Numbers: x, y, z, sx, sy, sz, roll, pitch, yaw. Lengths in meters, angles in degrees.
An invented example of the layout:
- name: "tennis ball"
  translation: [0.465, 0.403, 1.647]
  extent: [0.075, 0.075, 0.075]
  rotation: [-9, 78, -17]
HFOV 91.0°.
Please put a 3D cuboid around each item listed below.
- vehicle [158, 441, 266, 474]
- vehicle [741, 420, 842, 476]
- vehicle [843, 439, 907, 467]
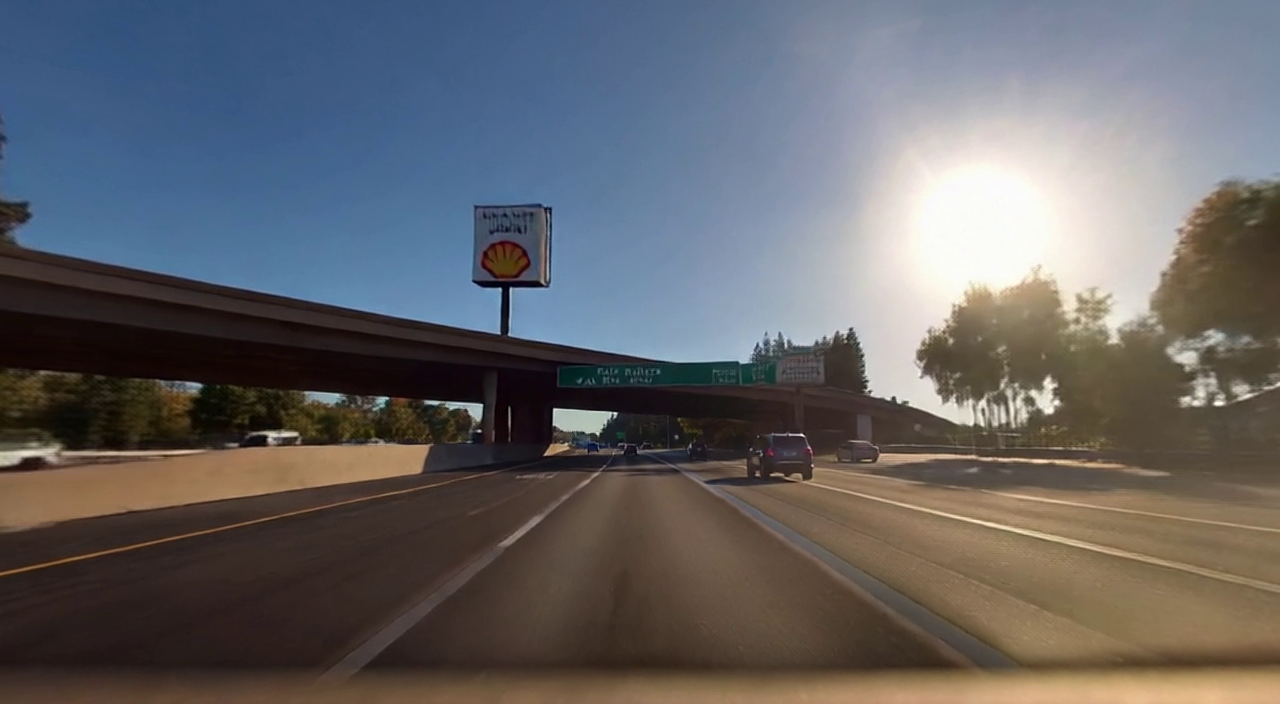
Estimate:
- name: "vehicle"
  translation: [-20.680, 5.113, 30.735]
  extent: [1.953, 1.466, 4.777]
  rotation: [0, -8, -1]
- name: "vehicle"
  translation: [7.029, 4.643, 30.584]
  extent: [2.779, 2.339, 8.073]
  rotation: [0, -8, -1]
- name: "vehicle"
  translation: [14.092, 6.078, 38.020]
  extent: [2.072, 1.611, 4.387]
  rotation: [0, -8, -2]
